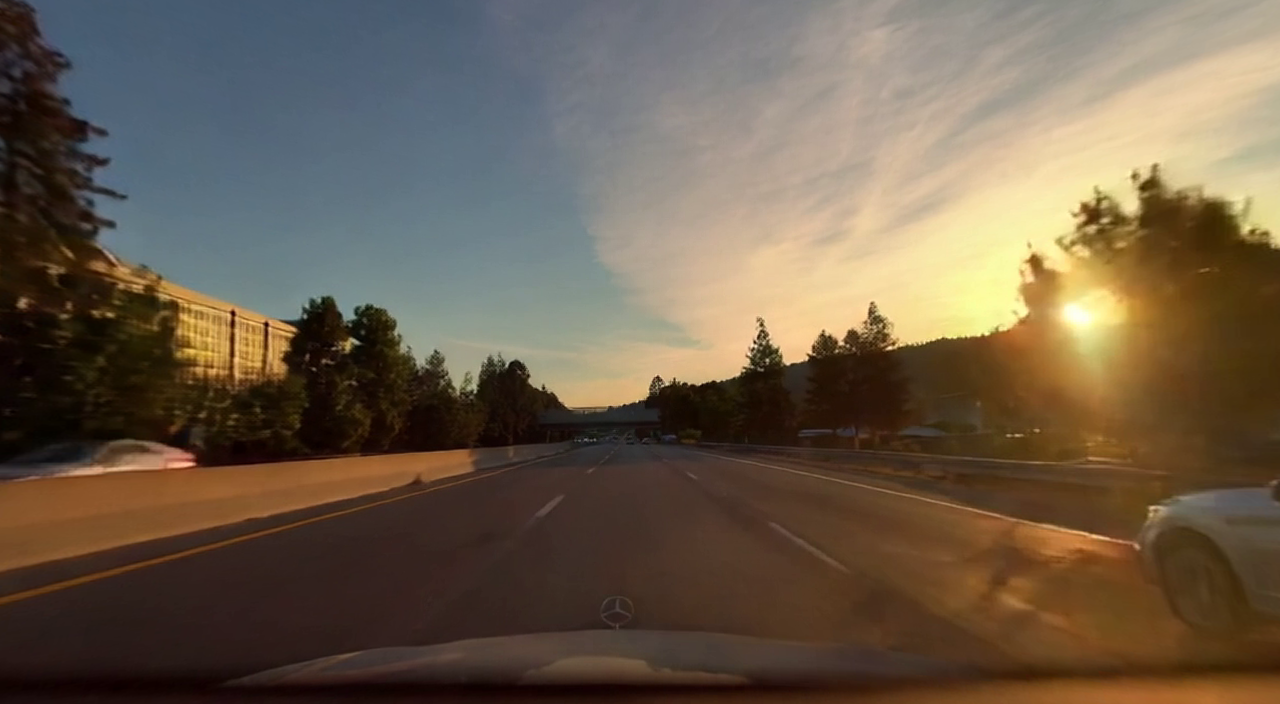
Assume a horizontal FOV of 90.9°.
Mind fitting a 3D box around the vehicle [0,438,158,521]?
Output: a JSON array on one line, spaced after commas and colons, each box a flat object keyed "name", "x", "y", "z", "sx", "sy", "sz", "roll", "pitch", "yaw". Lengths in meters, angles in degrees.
[{"name": "vehicle", "x": -12.313, "y": 2.459, "z": 12.648, "sx": 1.902, "sy": 1.454, "sz": 4.229, "roll": 0, "pitch": -8, "yaw": 0}]

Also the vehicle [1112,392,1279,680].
[{"name": "vehicle", "x": 4.627, "y": 0.861, "z": 2.328, "sx": 2.095, "sy": 1.587, "sz": 4.638, "roll": 0, "pitch": -8, "yaw": -1}]
